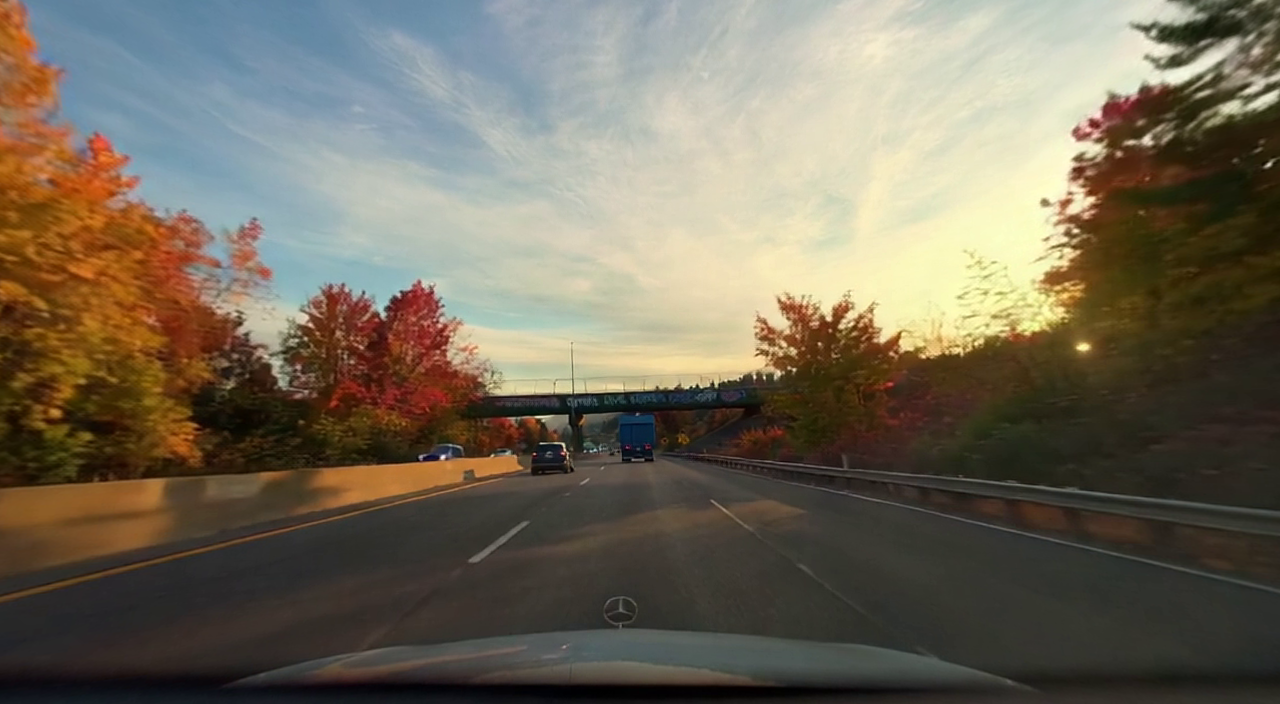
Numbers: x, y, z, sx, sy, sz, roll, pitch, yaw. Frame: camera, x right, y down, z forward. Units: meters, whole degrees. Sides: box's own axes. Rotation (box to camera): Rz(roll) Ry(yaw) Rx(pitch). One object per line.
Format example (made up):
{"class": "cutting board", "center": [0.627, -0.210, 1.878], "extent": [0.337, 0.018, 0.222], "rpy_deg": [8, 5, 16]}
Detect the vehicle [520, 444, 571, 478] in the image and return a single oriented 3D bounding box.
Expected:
{"class": "vehicle", "center": [-4.423, 5.160, 29.932], "extent": [1.892, 1.529, 3.996], "rpy_deg": [0, -9, -1]}
